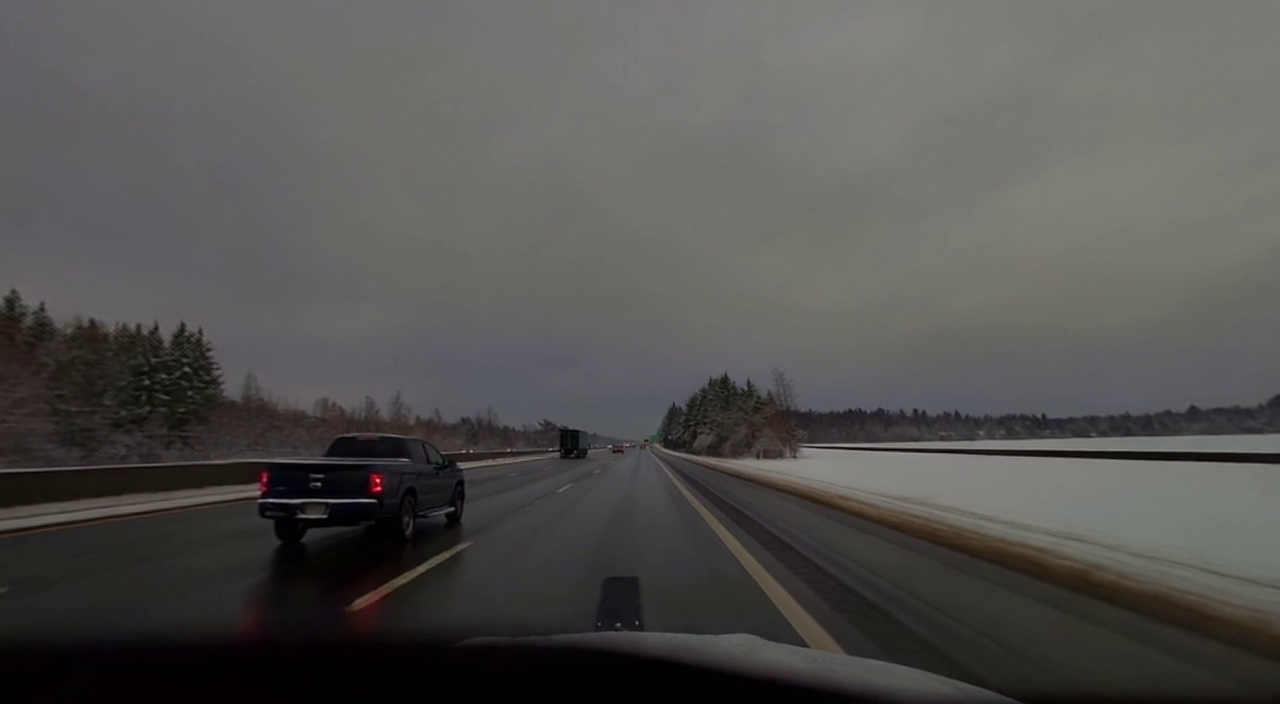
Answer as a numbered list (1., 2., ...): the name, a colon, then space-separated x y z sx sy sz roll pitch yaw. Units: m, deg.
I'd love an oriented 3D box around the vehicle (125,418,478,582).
1. vehicle: -3.880 1.788 8.500 2.028 1.553 4.820 0 -9 1
